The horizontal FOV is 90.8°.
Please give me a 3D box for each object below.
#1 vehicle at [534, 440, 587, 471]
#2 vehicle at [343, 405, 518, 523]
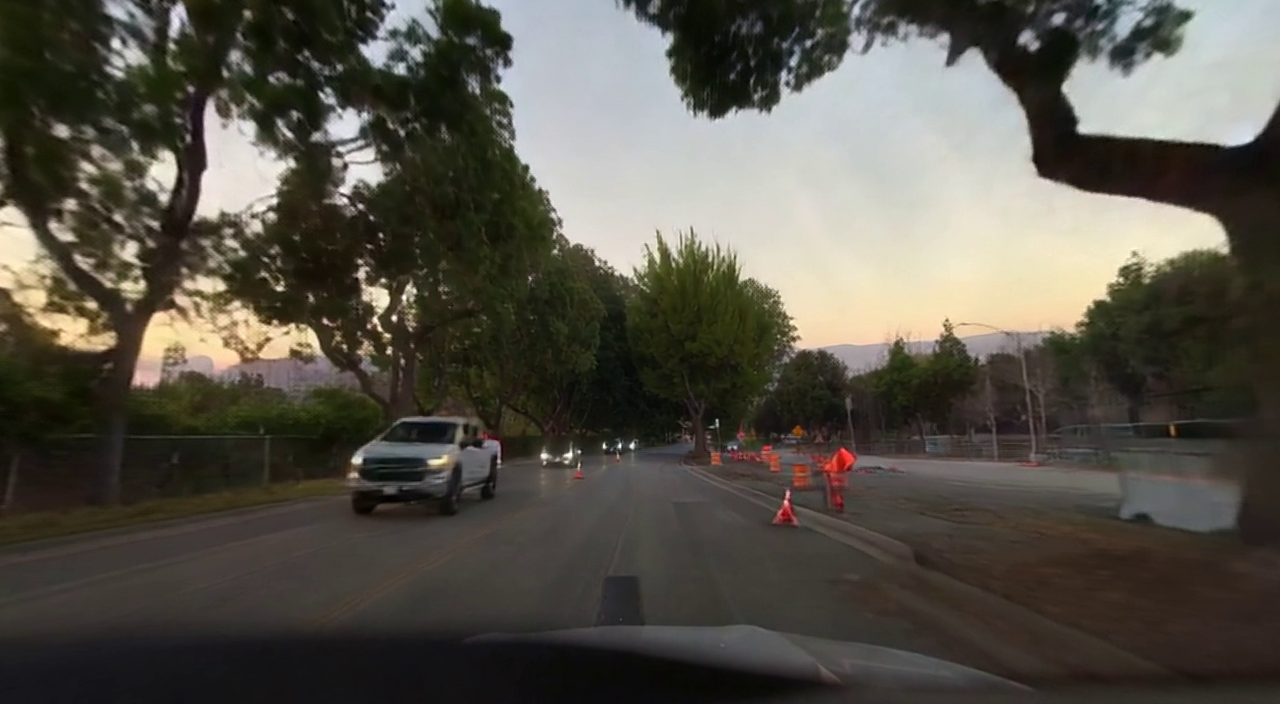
[{"bbox_3d":[-4.004,5.260,32.365,1.964,1.481,4.199,-1,-8,3],"label":"vehicle"},{"bbox_3d":[-4.074,2.268,13.266,2.064,2.009,4.512,0,-8,1],"label":"vehicle"}]
